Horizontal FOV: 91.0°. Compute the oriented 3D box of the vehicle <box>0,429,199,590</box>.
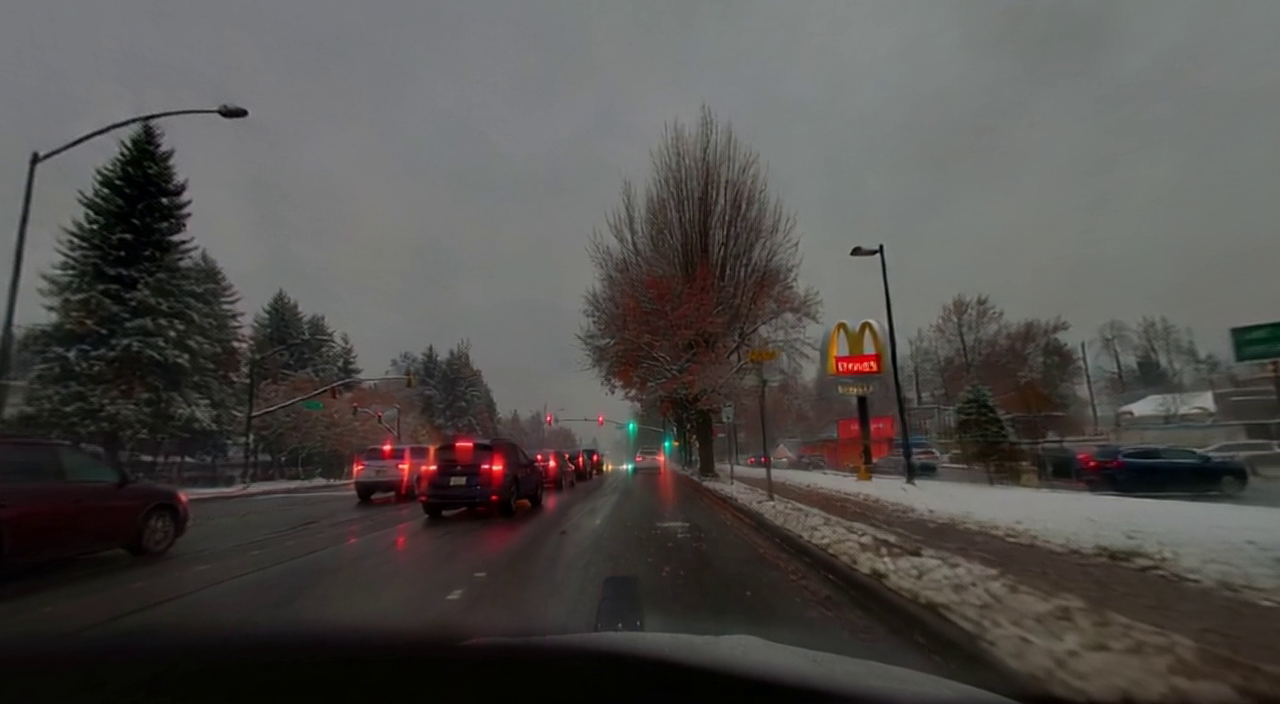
[{"bbox_3d":[-7.363,1.655,6.866,1.932,1.596,4.247,0,-9,1],"label":"vehicle"}]

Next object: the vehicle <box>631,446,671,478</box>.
[{"bbox_3d":[0.620,6.207,35.798,2.144,1.704,4.028,0,-9,1],"label":"vehicle"}]

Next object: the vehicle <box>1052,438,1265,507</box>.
[{"bbox_3d":[14.422,3.350,17.954,1.963,1.703,4.447,1,-9,-6],"label":"vehicle"}]

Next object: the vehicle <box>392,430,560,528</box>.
[{"bbox_3d":[-3.121,2.545,13.191,2.165,1.663,4.513,0,-9,2],"label":"vehicle"}]
